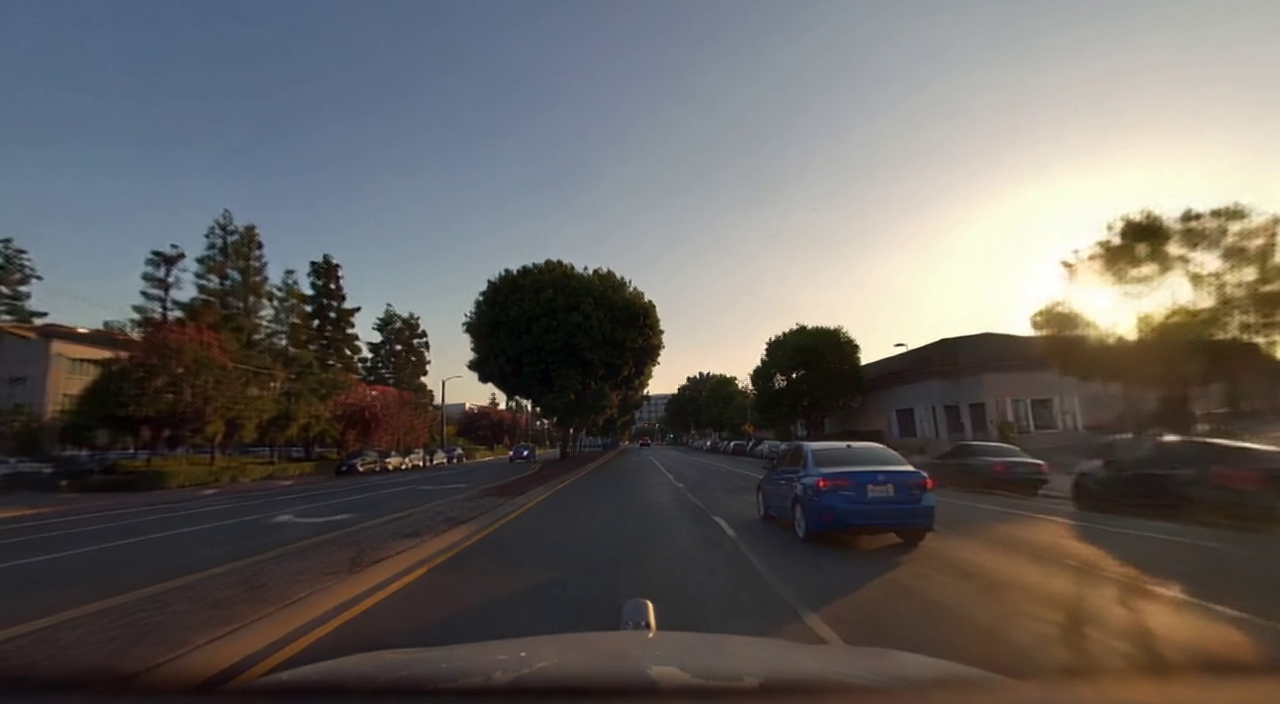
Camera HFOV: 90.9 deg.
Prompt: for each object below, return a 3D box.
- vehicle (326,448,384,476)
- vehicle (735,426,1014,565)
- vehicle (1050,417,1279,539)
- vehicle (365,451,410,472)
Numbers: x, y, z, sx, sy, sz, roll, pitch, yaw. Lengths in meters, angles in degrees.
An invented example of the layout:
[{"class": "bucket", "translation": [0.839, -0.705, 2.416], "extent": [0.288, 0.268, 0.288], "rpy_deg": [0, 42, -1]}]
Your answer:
[{"class": "vehicle", "translation": [-19.274, 7.425, 42.807], "extent": [1.888, 1.751, 4.526], "rpy_deg": [0, -8, -1]}, {"class": "vehicle", "translation": [2.811, 1.837, 8.929], "extent": [2.141, 1.443, 4.499], "rpy_deg": [0, -8, -1]}, {"class": "vehicle", "translation": [9.258, 2.004, 10.617], "extent": [1.889, 1.629, 4.072], "rpy_deg": [0, -8, 0]}, {"class": "vehicle", "translation": [-19.262, 8.362, 48.248], "extent": [1.736, 1.502, 4.259], "rpy_deg": [0, -8, -1]}]
